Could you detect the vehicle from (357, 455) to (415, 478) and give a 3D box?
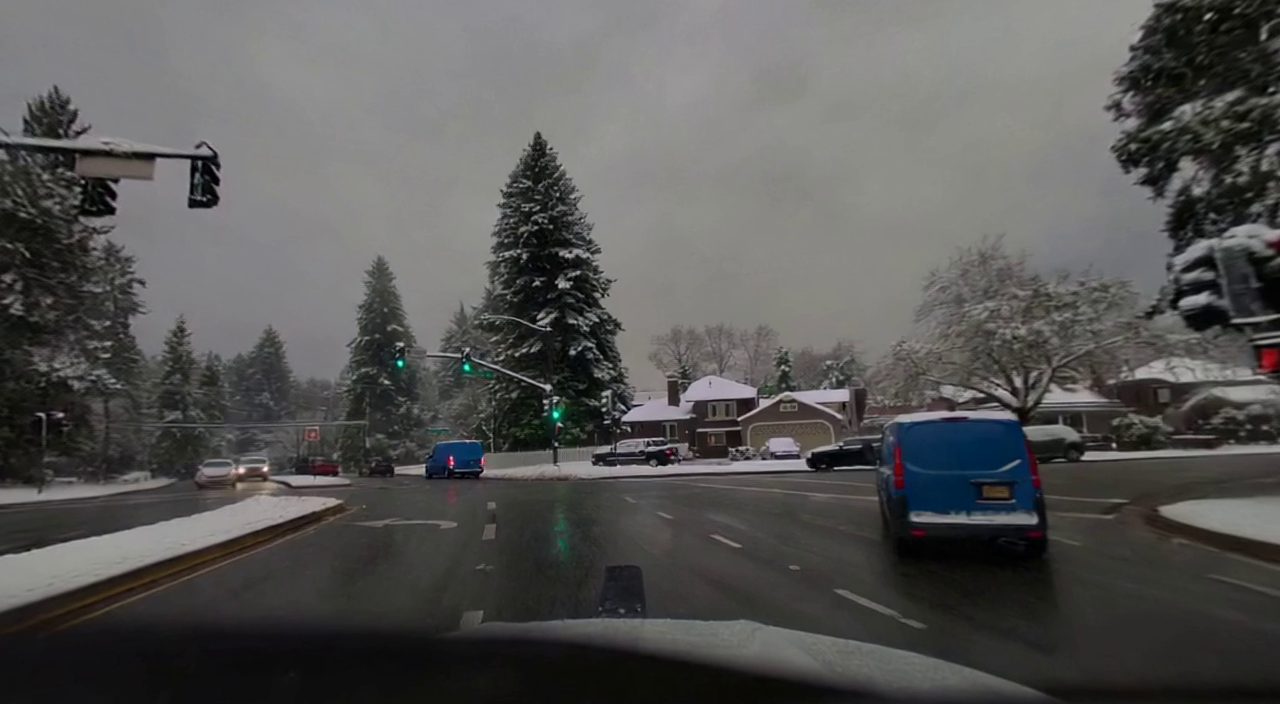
[{"bbox_3d":[-17.452,7.817,43.291,4.386,1.445,2.008,-8,-12,43],"label":"vehicle"}]

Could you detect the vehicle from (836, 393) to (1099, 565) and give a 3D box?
[{"bbox_3d":[4.217,1.701,9.093,2.133,1.821,4.254,-2,-9,11],"label":"vehicle"}]

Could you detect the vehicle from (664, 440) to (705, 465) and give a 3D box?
[{"bbox_3d":[3.558,7.833,49.423,1.894,1.816,4.213,-4,-9,23],"label":"vehicle"}]

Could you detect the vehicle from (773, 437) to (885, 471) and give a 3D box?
[{"bbox_3d":[8.489,4.646,28.796,4.509,1.481,2.027,-1,-9,5],"label":"vehicle"}]

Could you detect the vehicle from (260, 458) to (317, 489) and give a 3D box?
[{"bbox_3d":[-19.424,6.636,34.812,1.952,1.461,4.377,6,-11,-38],"label":"vehicle"}]

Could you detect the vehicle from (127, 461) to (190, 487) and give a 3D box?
[{"bbox_3d":[-37.910,9.552,49.687,5.175,1.791,2.008,-5,-10,31],"label":"vehicle"}]

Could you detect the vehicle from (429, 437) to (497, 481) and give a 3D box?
[{"bbox_3d":[-9.552,5.698,33.888,2.213,2.124,4.809,5,-10,-31],"label":"vehicle"}]

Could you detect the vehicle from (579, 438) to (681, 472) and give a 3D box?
[{"bbox_3d":[-0.667,6.550,40.383,6.104,2.026,2.514,-5,-10,28],"label":"vehicle"}]

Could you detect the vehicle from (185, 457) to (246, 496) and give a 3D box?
[{"bbox_3d":[-22.456,6.491,33.343,2.078,1.783,4.670,7,-11,-39],"label":"vehicle"}]
